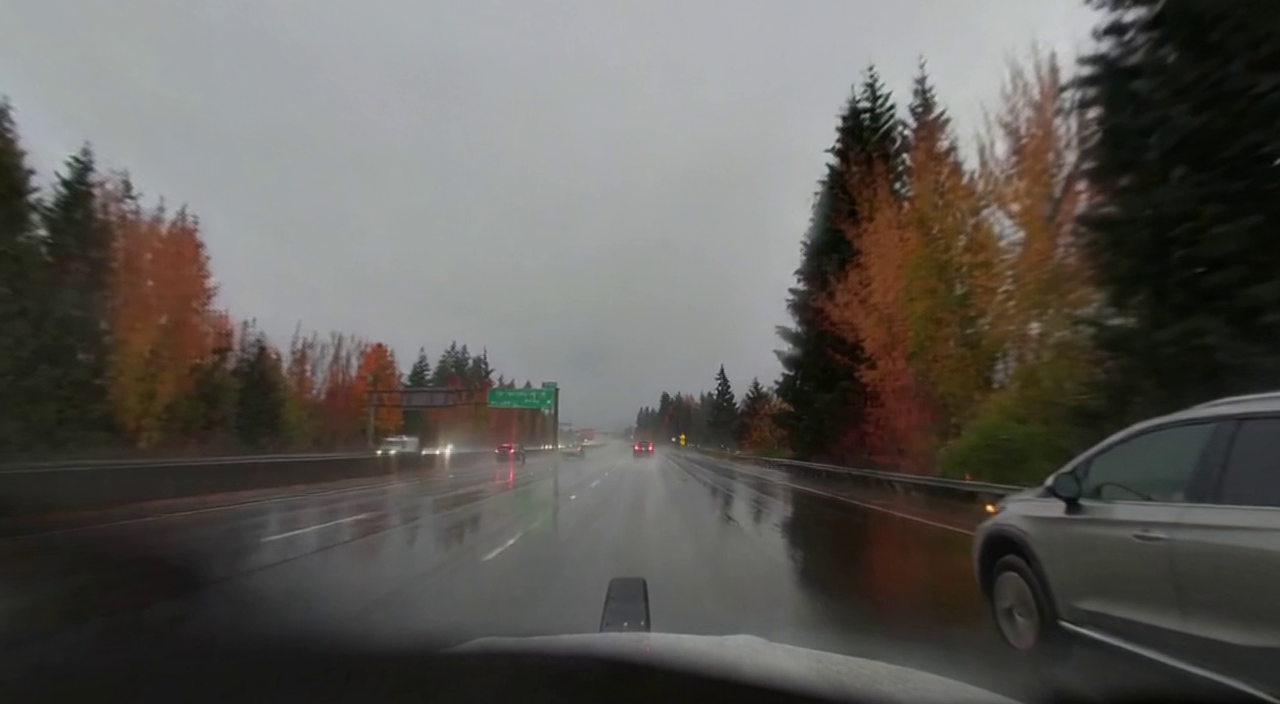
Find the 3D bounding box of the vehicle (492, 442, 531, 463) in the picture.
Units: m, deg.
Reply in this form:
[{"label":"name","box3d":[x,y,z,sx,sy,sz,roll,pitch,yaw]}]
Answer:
[{"label":"vehicle","box3d":[-9.643,7.562,47.712,1.965,1.473,4.313,0,-8,1]}]

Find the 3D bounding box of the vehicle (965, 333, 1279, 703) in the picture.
[{"label":"vehicle","box3d":[3.350,0.796,2.258,2.120,1.706,4.226,0,-8,1]}]

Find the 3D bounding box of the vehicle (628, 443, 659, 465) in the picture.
[{"label":"vehicle","box3d":[0.223,6.935,43.023,1.985,1.450,4.266,0,-8,0]}]
